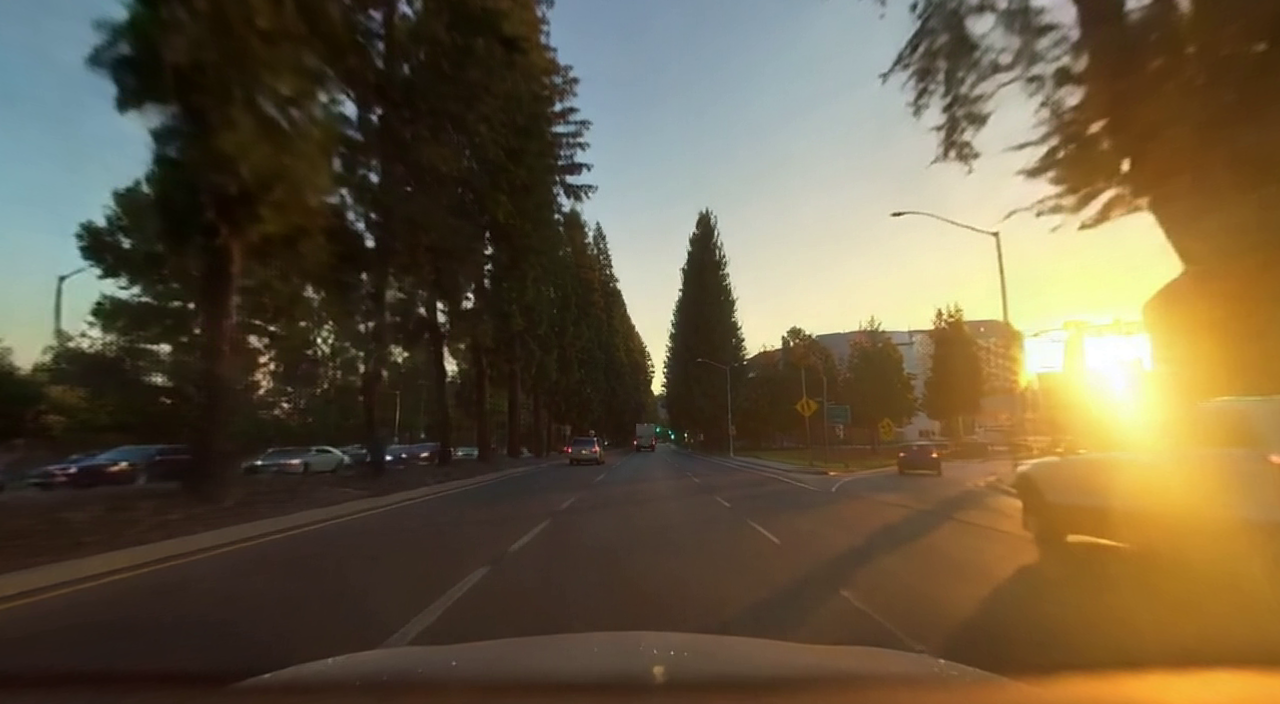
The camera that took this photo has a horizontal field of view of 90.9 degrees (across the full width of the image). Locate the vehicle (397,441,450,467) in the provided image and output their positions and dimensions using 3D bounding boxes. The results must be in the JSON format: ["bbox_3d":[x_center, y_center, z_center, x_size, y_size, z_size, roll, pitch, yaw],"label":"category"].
[{"bbox_3d":[-16.008,7.564,46.935,2.182,1.790,4.713,0,-9,1],"label":"vehicle"}]

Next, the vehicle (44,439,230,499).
[{"bbox_3d":[-16.539,3.837,21.176,2.163,1.761,4.848,0,-9,1],"label":"vehicle"}]

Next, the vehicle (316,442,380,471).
[{"bbox_3d":[-19.692,7.058,42.760,2.036,1.770,4.623,1,-9,0],"label":"vehicle"}]

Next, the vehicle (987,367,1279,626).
[{"bbox_3d":[6.550,1.493,7.273,2.381,2.008,5.971,-1,-9,8],"label":"vehicle"}]

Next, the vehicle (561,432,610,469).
[{"bbox_3d":[-3.054,5.683,36.430,2.255,1.940,4.822,0,-9,2],"label":"vehicle"}]

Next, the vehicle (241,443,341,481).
[{"bbox_3d":[-16.477,5.195,30.092,2.042,1.654,4.603,0,-9,1],"label":"vehicle"}]

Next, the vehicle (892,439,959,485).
[{"bbox_3d":[12.077,4.614,26.869,2.280,1.757,4.572,-4,-9,22],"label":"vehicle"}]
